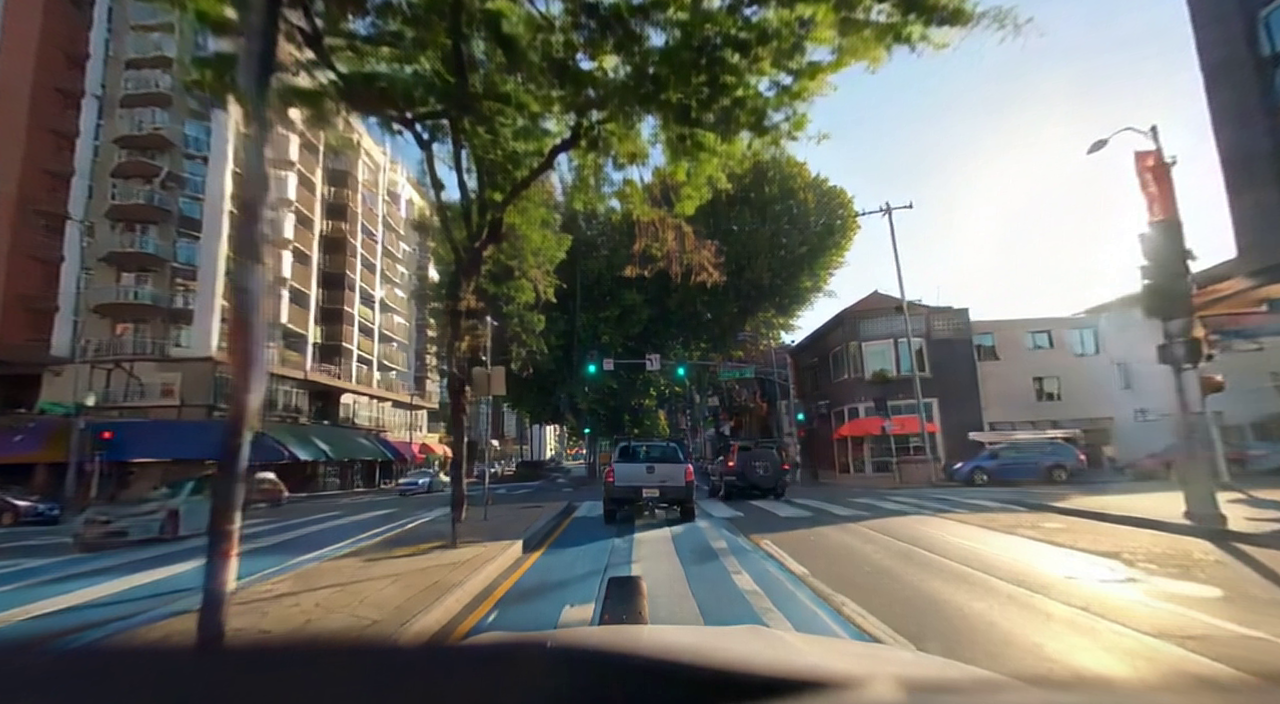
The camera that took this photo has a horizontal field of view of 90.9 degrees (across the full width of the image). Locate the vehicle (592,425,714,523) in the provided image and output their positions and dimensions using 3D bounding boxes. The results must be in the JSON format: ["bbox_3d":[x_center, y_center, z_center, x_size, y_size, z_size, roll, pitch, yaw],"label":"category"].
[{"bbox_3d":[0.216,2.515,13.529,2.209,1.748,4.130,0,-9,0],"label":"vehicle"}]

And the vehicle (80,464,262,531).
[{"bbox_3d":[-13.721,4.241,18.877,2.035,1.619,4.327,0,-9,1],"label":"vehicle"}]

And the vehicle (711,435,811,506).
[{"bbox_3d":[3.290,3.301,17.976,1.939,1.746,4.091,0,-9,-1],"label":"vehicle"}]

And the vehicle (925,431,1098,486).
[{"bbox_3d":[14.093,4.079,24.256,5.156,2.005,2.122,-1,-9,6],"label":"vehicle"}]

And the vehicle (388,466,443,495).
[{"bbox_3d":[-14.107,8.085,39.886,1.856,1.521,4.309,0,-9,0],"label":"vehicle"}]
